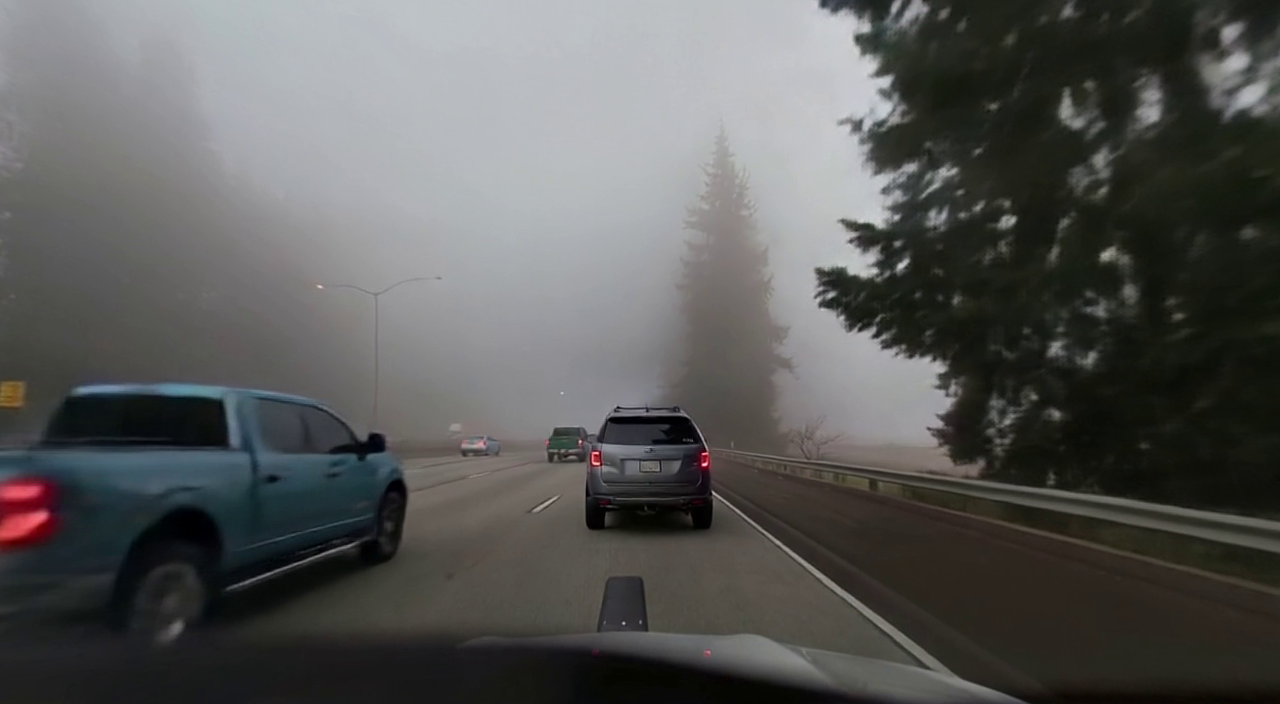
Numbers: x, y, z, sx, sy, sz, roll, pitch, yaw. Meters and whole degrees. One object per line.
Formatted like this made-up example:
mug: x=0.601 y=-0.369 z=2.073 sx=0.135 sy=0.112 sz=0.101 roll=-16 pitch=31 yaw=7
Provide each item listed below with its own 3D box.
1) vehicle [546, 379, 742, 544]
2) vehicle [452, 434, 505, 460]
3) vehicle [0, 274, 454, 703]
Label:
vehicle: x=0.060 y=1.693 z=10.184 sx=2.395 sy=2.013 sz=4.734 roll=0 pitch=-8 yaw=0
vehicle: x=-10.152 y=6.029 z=40.074 sx=2.002 sy=1.484 sz=4.798 roll=0 pitch=-8 yaw=1
vehicle: x=-3.342 y=0.960 z=4.296 sx=2.235 sy=1.826 sz=6.106 roll=0 pitch=-8 yaw=1
